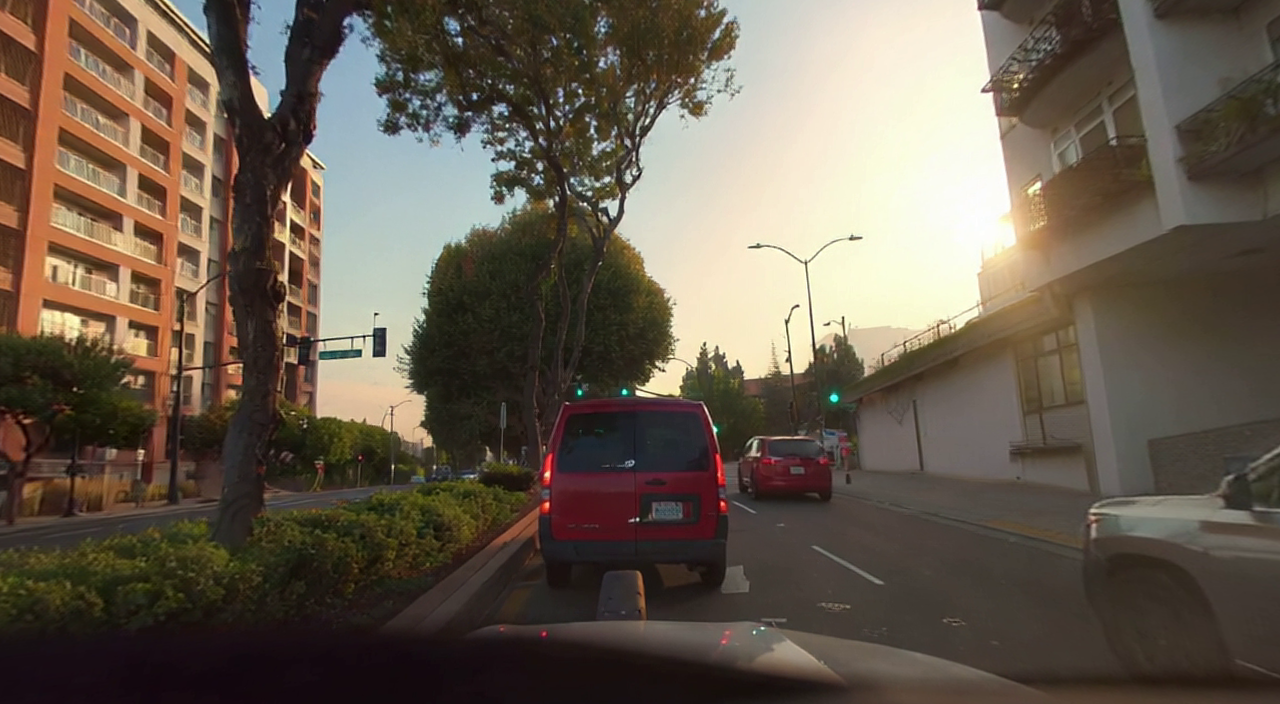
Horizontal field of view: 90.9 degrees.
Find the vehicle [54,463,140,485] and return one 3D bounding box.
[{"bbox_3d":[-38.382,8.626,44.636,4.396,1.458,1.809,-1,-9,2],"label":"vehicle"}]

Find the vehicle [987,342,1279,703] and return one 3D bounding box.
[{"bbox_3d":[3.805,0.855,2.785,2.157,1.748,4.130,0,-9,0],"label":"vehicle"}]

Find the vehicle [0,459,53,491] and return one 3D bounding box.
[{"bbox_3d":[-35.492,6.848,35.177,3.843,1.680,1.782,-1,-9,7],"label":"vehicle"}]

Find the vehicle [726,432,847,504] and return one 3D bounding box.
[{"bbox_3d":[3.799,3.111,17.334,2.061,1.676,4.734,0,-9,-2],"label":"vehicle"}]

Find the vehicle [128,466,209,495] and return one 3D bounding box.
[{"bbox_3d":[-33.250,9.073,44.509,4.292,1.492,1.772,-6,-14,-1],"label":"vehicle"}]

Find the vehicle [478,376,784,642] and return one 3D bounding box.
[{"bbox_3d":[-0.049,1.406,6.583,2.101,1.828,4.270,0,-9,0],"label":"vehicle"}]
